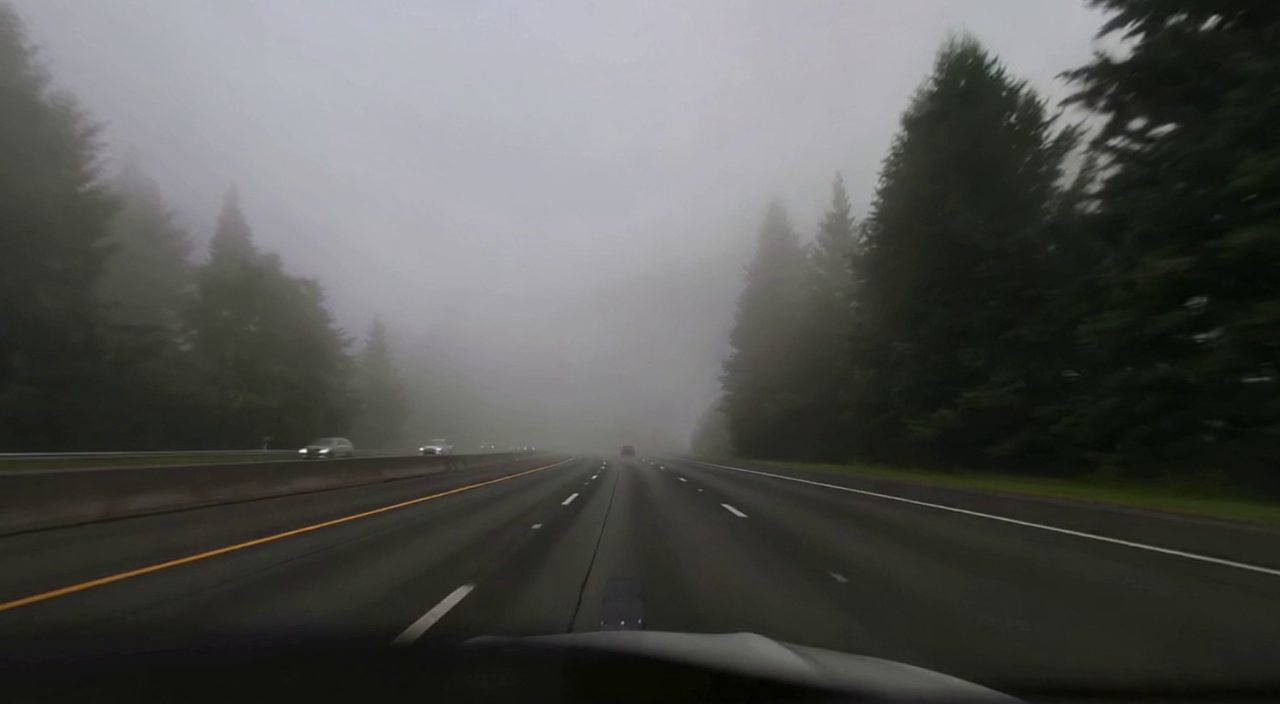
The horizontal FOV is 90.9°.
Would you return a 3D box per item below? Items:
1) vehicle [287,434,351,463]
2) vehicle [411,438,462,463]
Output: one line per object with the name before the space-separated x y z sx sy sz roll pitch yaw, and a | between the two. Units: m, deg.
vehicle | -20.743 6.271 40.962 2.009 1.725 4.195 0 -9 -2
vehicle | -13.096 6.395 40.822 1.949 1.501 4.455 0 -9 -1
